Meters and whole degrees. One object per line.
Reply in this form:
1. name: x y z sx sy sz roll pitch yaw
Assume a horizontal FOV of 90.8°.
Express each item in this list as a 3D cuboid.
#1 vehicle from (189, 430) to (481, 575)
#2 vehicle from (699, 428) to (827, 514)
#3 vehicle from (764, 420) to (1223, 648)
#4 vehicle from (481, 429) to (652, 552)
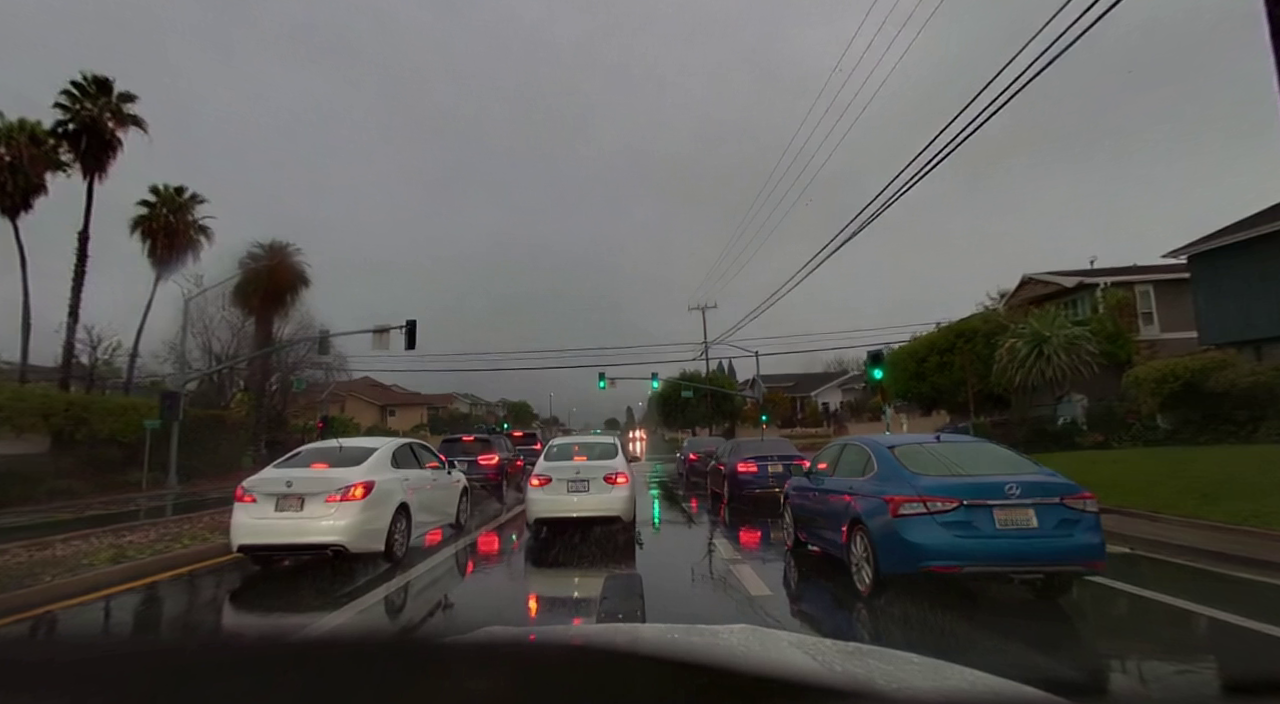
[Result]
1. vehicle: -3.722 1.891 8.840 2.058 1.474 4.473 0 -9 -3
2. vehicle: 2.540 2.588 14.193 1.956 1.615 4.205 0 -9 -1
3. vehicle: 2.744 1.506 6.339 2.014 1.464 4.312 0 -9 -2
4. vehicle: -0.983 1.999 9.790 2.104 1.500 3.815 0 -9 -2
